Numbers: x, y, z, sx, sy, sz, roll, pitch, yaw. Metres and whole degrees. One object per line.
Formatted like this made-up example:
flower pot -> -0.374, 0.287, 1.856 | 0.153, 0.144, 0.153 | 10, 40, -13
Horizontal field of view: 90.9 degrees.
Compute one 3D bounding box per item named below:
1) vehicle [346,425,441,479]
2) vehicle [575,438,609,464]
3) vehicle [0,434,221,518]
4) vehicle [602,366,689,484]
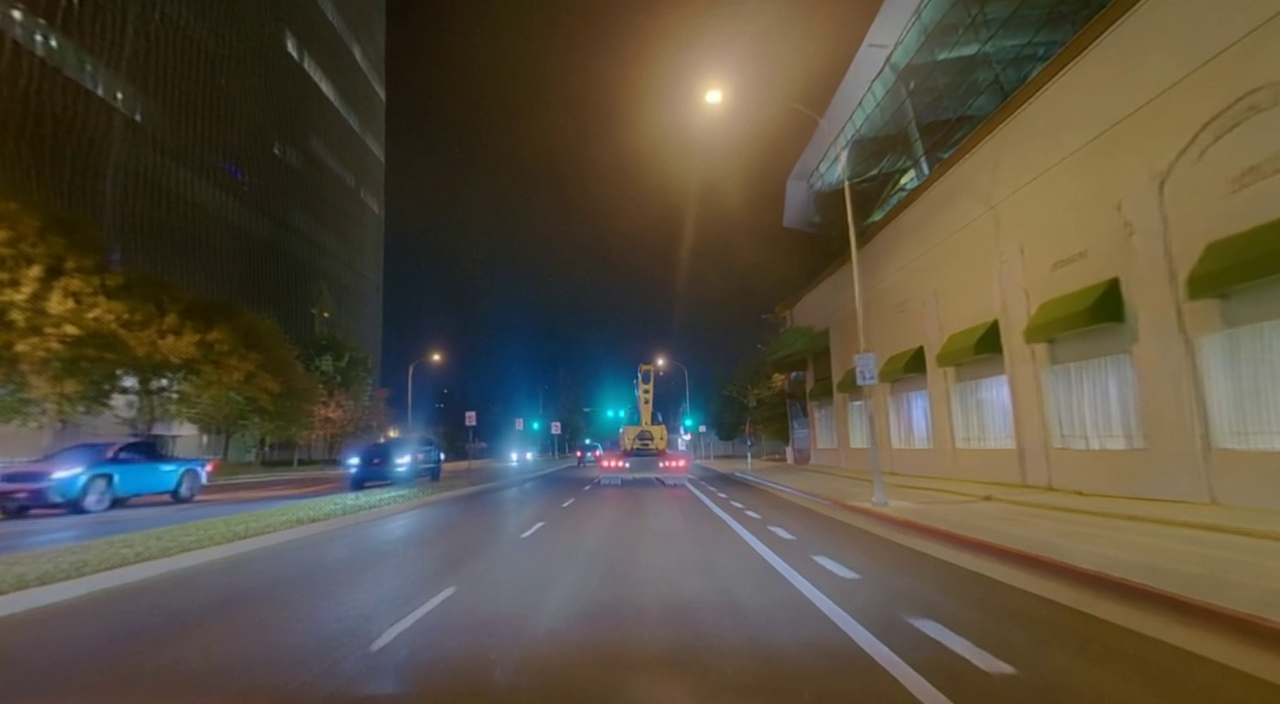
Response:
vehicle -> -12.164, 4.999, 31.718 | 2.404, 2.444, 5.799 | 0, -9, 0
vehicle -> -3.271, 6.883, 43.804 | 2.081, 1.688, 4.235 | 0, -9, 0
vehicle -> -15.176, 3.377, 17.939 | 2.225, 1.946, 6.187 | 0, -9, 1
vehicle -> 0.194, 2.989, 24.321 | 2.552, 3.461, 11.044 | -1, -9, 0
